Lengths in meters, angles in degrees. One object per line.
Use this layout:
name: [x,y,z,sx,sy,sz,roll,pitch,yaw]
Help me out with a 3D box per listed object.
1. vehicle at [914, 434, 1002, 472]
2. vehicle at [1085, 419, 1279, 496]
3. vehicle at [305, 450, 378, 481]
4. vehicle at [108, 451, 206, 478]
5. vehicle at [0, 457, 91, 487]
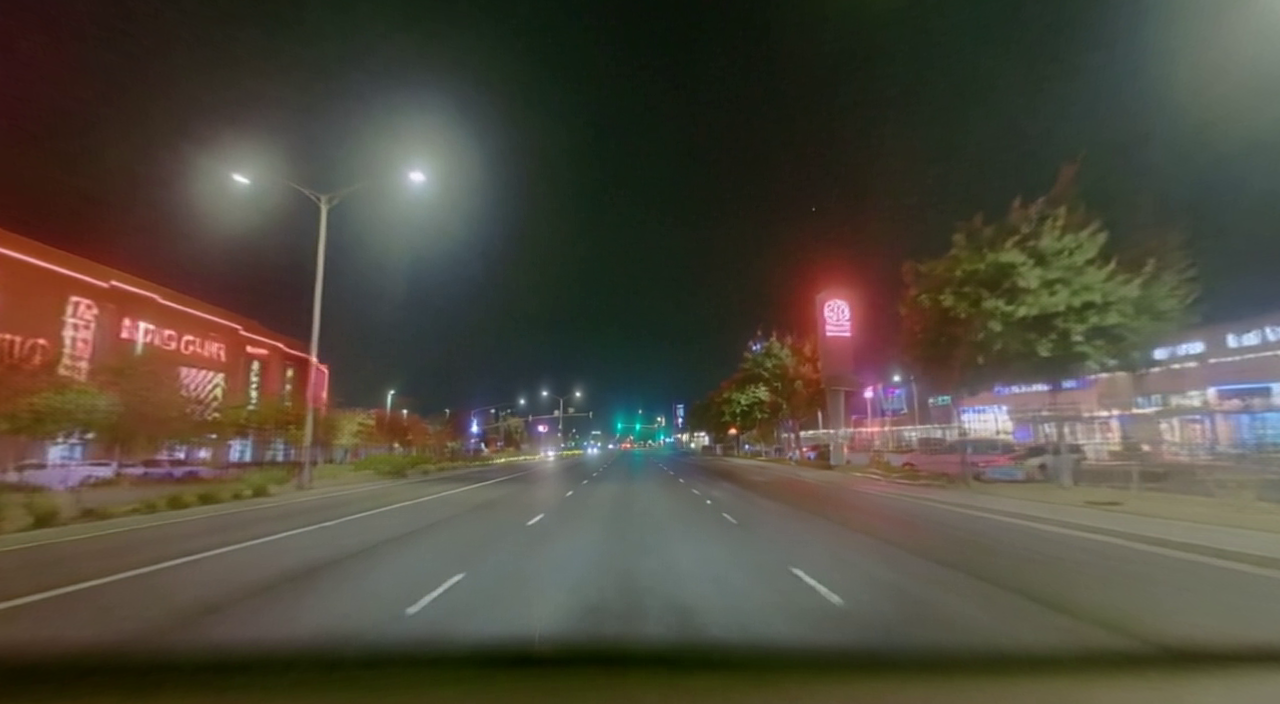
vehicle: [15.255,4.870,30.619,1.881,1.664,4.658,0,-9,1]
vehicle: [13.352,2.419,14.717,4.386,1.570,2.043,-1,-9,-2]
vehicle: [-16.001,6.064,34.127,1.872,1.505,4.296,0,-9,0]
vehicle: [-31.041,7.231,40.704,4.528,1.666,2.077,0,-9,-2]
vehicle: [-31.332,6.150,32.395,4.593,1.433,1.711,0,-9,-2]
